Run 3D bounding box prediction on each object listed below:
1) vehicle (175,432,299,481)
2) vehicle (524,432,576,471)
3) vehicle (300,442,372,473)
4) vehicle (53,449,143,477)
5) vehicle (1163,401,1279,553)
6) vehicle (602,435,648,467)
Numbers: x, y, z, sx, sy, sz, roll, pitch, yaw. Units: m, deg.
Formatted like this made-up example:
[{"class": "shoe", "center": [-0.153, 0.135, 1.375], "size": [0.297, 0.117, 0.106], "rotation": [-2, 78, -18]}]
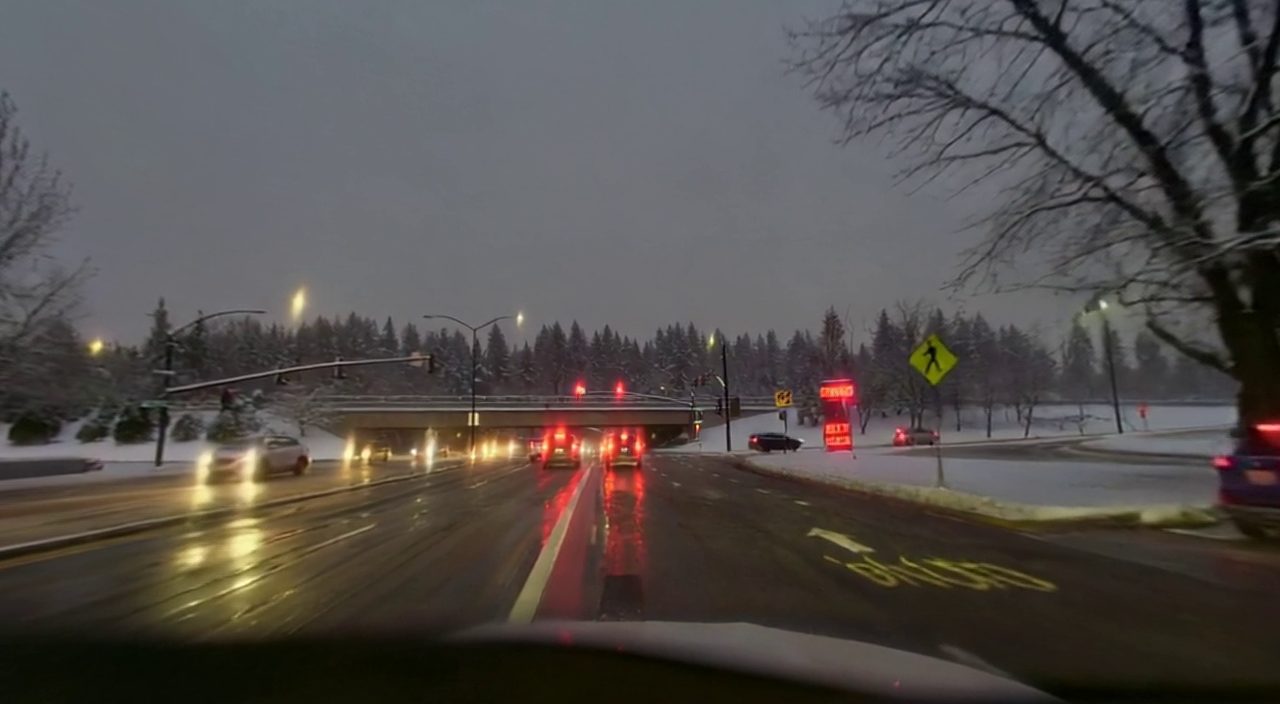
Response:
[{"class": "vehicle", "center": [-19.595, 5.105, 31.169], "size": [2.655, 2.126, 5.813], "rotation": [0, -8, -5]}, {"class": "vehicle", "center": [-4.029, 4.541, 29.029], "size": [2.057, 1.610, 4.891], "rotation": [0, -8, -5]}, {"class": "vehicle", "center": [-16.286, 5.650, 34.127], "size": [1.968, 1.557, 4.650], "rotation": [1, -8, -5]}, {"class": "vehicle", "center": [-38.796, 7.966, 45.305], "size": [4.799, 1.819, 1.669], "rotation": [-1, -8, -1]}, {"class": "vehicle", "center": [8.787, 1.335, 6.881], "size": [4.487, 1.539, 1.947], "rotation": [0, -8, -3]}, {"class": "vehicle", "center": [-0.818, 5.005, 32.017], "size": [2.176, 1.489, 4.518], "rotation": [0, -8, -3]}]
